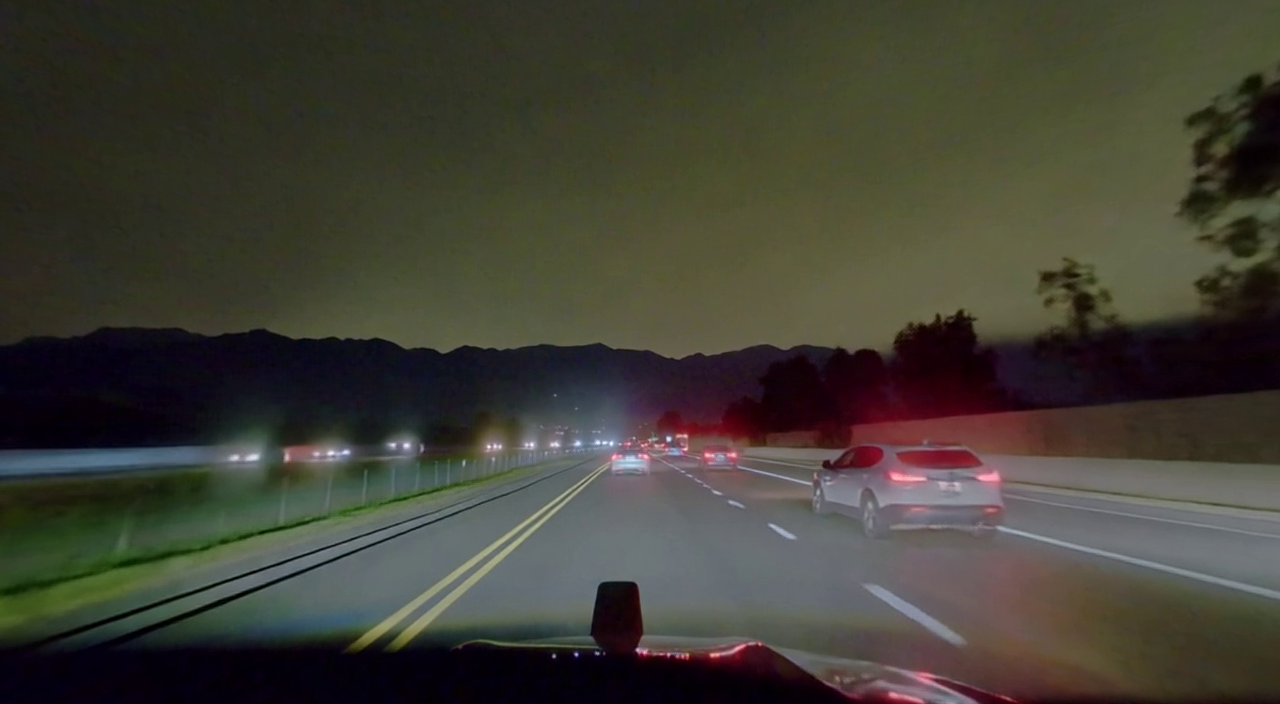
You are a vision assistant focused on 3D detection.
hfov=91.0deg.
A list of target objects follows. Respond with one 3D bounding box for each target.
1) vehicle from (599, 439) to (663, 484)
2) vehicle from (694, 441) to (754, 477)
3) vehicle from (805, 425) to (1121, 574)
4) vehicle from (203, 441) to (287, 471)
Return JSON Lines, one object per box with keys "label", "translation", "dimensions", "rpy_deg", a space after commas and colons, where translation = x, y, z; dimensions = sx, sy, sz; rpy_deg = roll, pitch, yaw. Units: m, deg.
{"label": "vehicle", "translation": [-0.326, 3.880, 22.487], "dimensions": [2.085, 1.449, 3.860], "rpy_deg": [0, -9, -1]}
{"label": "vehicle", "translation": [3.572, 4.634, 27.502], "dimensions": [1.957, 1.447, 4.241], "rpy_deg": [0, -9, -1]}
{"label": "vehicle", "translation": [3.847, 1.815, 8.565], "dimensions": [1.949, 1.493, 4.272], "rpy_deg": [0, -9, -1]}
{"label": "vehicle", "translation": [-25.040, 6.575, 40.167], "dimensions": [2.172, 1.771, 4.917], "rpy_deg": [0, -9, -1]}
